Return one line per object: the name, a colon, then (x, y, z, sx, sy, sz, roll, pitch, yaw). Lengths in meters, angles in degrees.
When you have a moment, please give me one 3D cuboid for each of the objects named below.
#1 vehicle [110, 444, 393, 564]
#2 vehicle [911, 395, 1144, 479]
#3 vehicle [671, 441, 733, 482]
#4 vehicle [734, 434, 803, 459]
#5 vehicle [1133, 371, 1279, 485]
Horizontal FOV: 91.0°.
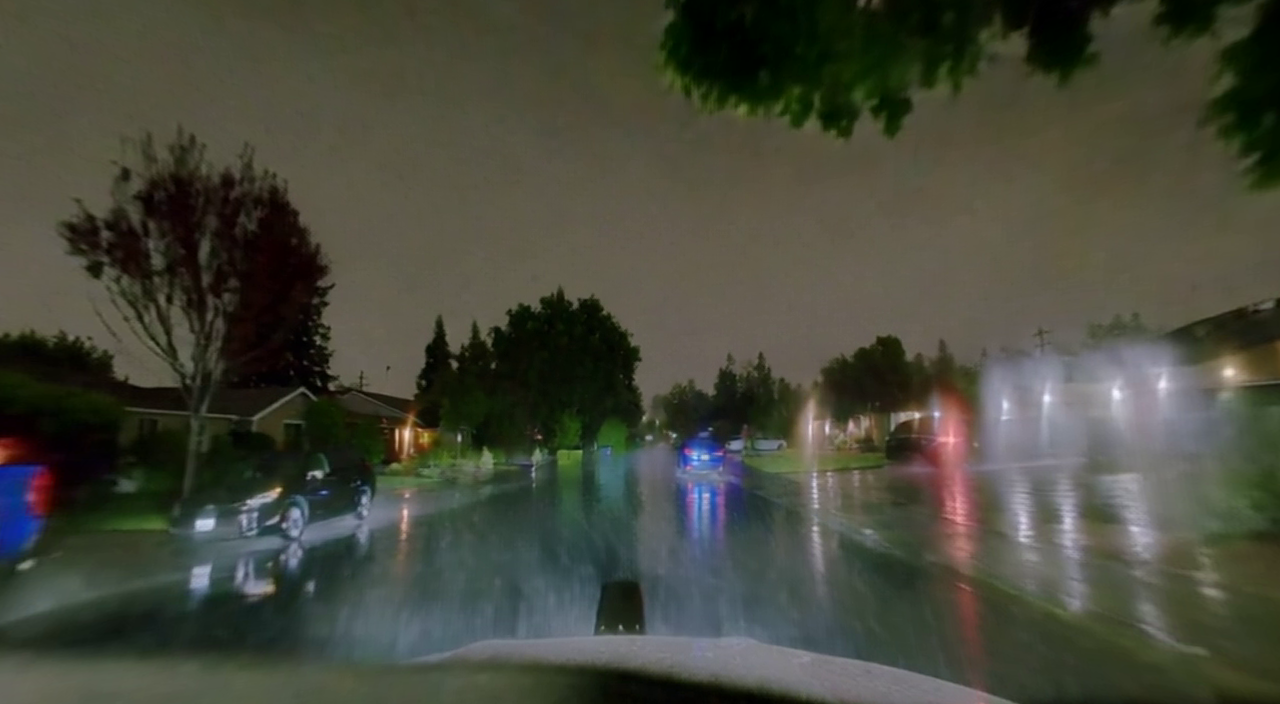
vehicle: (-6.233, 2.428, 10.966, 1.995, 1.608, 4.596, 0, -9, 0)
vehicle: (10.841, 2.429, 17.958, 5.097, 1.824, 2.113, -5, -9, 0)
vehicle: (2.389, 4.345, 25.361, 2.006, 1.494, 4.211, 0, -9, -1)
vehicle: (9.604, 7.104, 47.271, 4.710, 1.512, 1.894, -3, -9, 1)
vehicle: (13.835, 1.527, 12.475, 5.834, 2.019, 2.540, 0, -9, 2)
